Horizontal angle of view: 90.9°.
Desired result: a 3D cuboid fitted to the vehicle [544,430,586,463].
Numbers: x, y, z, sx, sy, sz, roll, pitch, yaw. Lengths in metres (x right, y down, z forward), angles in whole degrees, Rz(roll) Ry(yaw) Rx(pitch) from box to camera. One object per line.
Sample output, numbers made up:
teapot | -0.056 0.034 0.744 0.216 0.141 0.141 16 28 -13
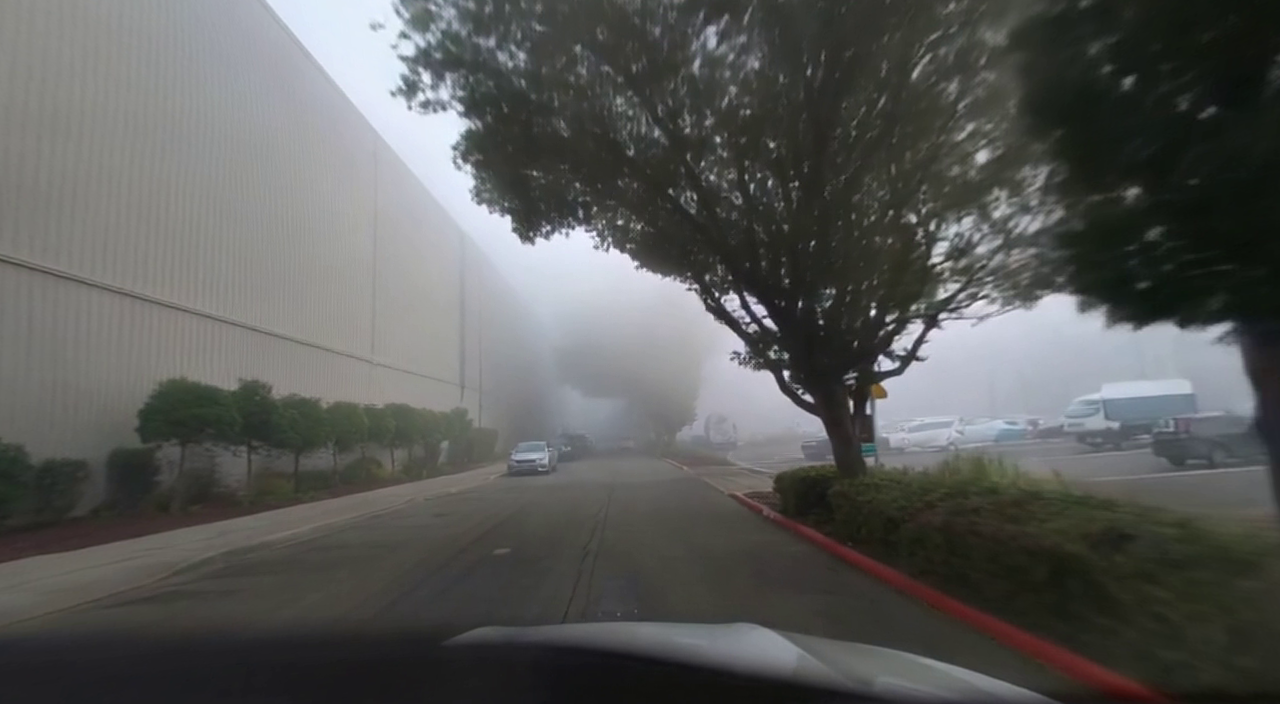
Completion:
vehicle | -4.810 6.163 40.813 2.161 1.843 5.181 -4 -9 -2

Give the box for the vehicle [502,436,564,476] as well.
vehicle | -4.788 4.740 28.785 2.040 1.501 4.440 -4 -9 -1
